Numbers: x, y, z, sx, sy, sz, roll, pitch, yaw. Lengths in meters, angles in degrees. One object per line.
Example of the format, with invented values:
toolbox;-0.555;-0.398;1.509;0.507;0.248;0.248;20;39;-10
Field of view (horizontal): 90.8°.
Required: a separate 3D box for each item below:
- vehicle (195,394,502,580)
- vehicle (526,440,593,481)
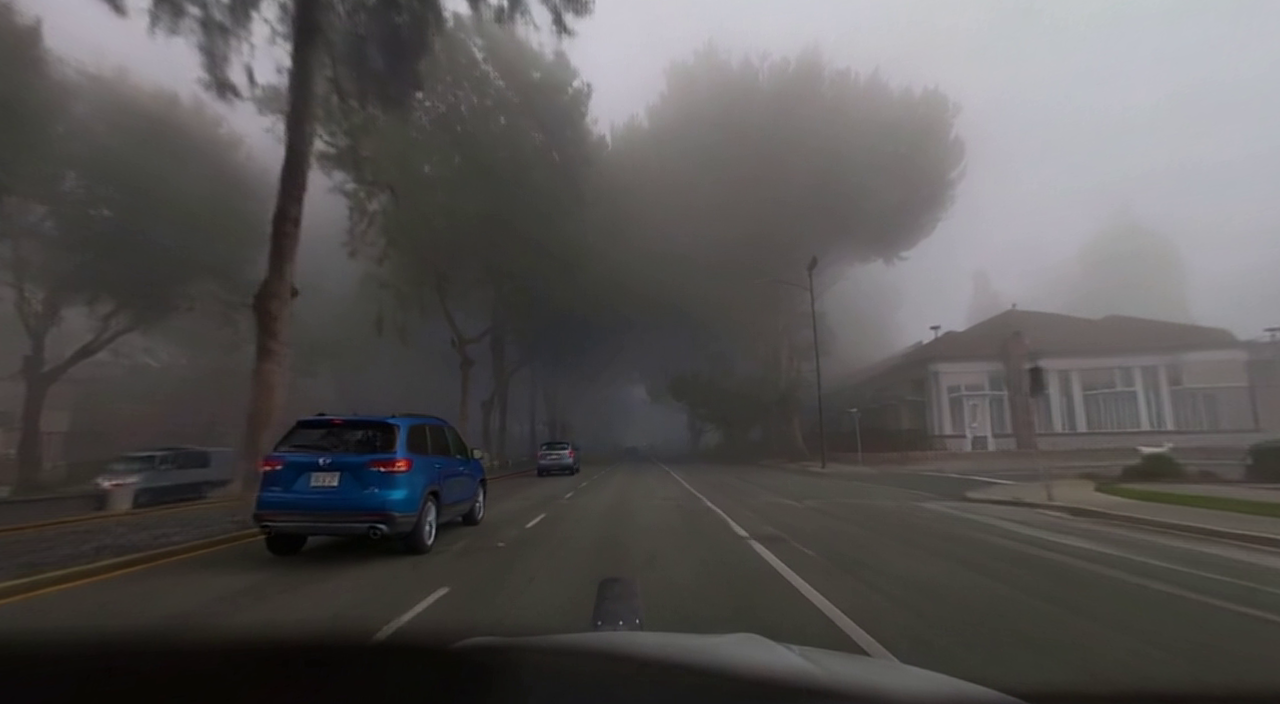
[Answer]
vehicle;-3.359;1.648;8.489;2.042;1.817;4.364;0;-8;0
vehicle;-3.123;4.337;25.548;2.069;1.470;4.601;0;-8;0
